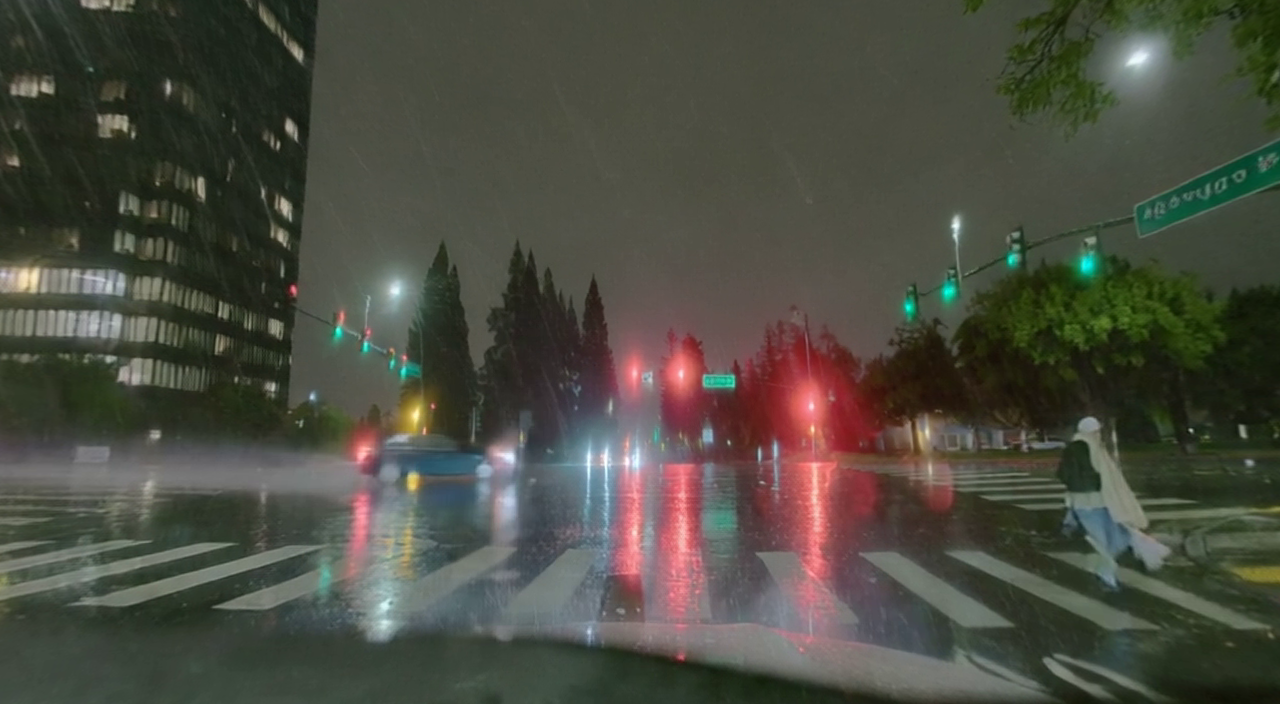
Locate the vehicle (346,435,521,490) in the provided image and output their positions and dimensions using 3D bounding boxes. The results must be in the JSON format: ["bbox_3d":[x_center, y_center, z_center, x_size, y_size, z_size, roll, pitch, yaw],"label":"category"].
[{"bbox_3d":[-5.979,3.259,18.741,4.502,1.512,1.917,0,-9,0],"label":"vehicle"}]
